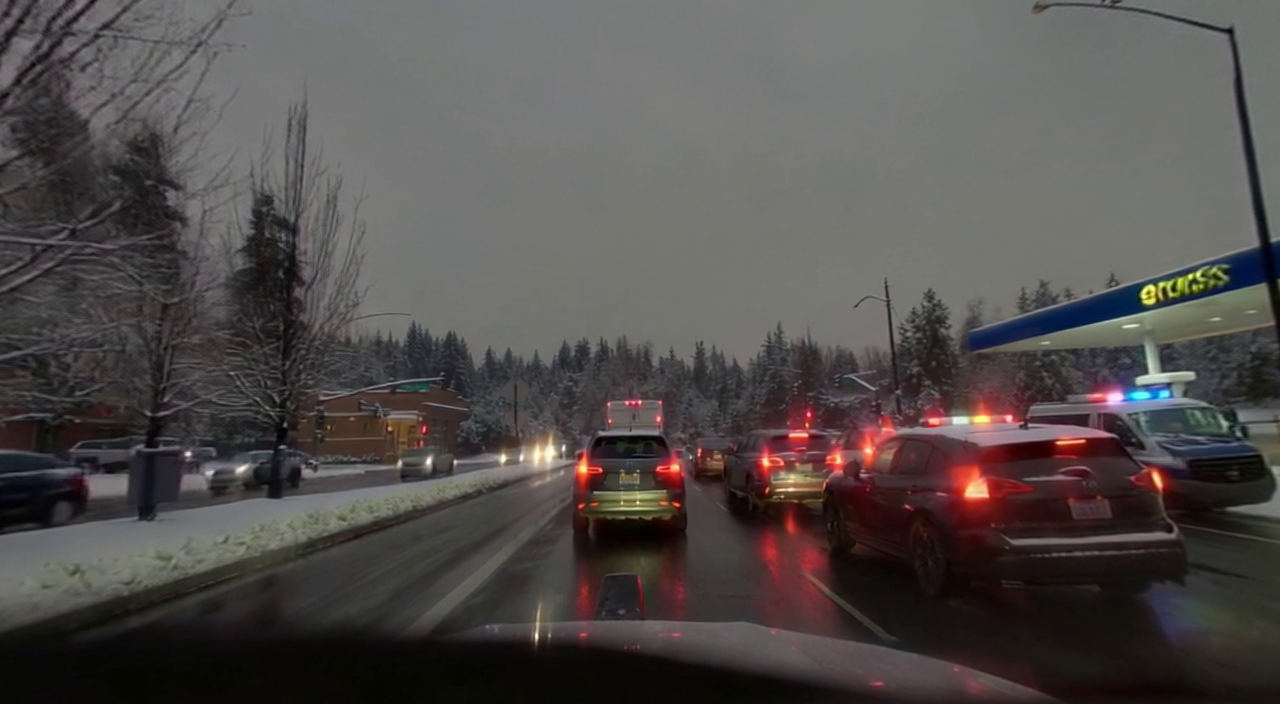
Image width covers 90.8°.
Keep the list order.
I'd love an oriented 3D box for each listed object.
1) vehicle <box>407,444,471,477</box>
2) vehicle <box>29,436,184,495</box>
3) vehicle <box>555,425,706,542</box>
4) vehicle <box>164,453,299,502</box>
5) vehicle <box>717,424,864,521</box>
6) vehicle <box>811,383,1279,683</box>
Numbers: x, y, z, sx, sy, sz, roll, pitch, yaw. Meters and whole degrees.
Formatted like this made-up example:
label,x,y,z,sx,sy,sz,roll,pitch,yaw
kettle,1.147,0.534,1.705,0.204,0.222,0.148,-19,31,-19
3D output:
label,x,y,z,sx,sy,sz,roll,pitch,yaw
vehicle,-11.078,5.982,35.206,2.055,1.663,4.637,0,-9,0
vehicle,-26.942,5.712,32.348,2.571,2.711,6.027,0,-9,0
vehicle,-0.173,2.122,10.777,2.106,1.613,3.697,0,-9,-1
vehicle,-14.421,4.416,22.689,1.883,1.479,4.471,0,-9,-1
vehicle,2.927,2.447,13.290,1.995,1.677,4.106,0,-9,-1
vehicle,3.347,1.357,5.916,2.056,1.700,4.399,0,-9,-3
